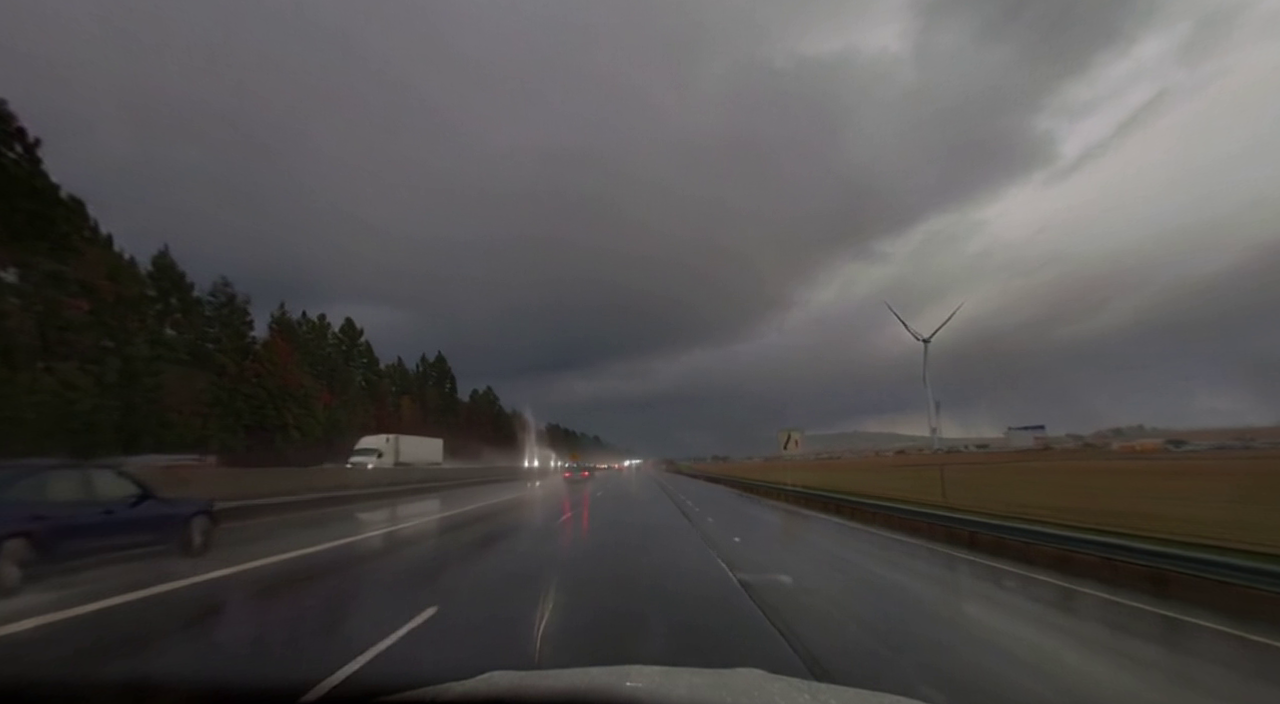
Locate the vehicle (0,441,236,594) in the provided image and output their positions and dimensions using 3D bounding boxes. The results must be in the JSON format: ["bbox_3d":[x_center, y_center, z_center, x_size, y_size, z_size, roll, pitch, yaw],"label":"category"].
[{"bbox_3d":[-7.157,1.792,7.193,1.956,1.451,4.674,1,-10,0],"label":"vehicle"}]

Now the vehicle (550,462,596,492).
[{"bbox_3d":[-3.646,6.889,35.003,2.039,1.505,4.843,1,-10,0],"label":"vehicle"}]
